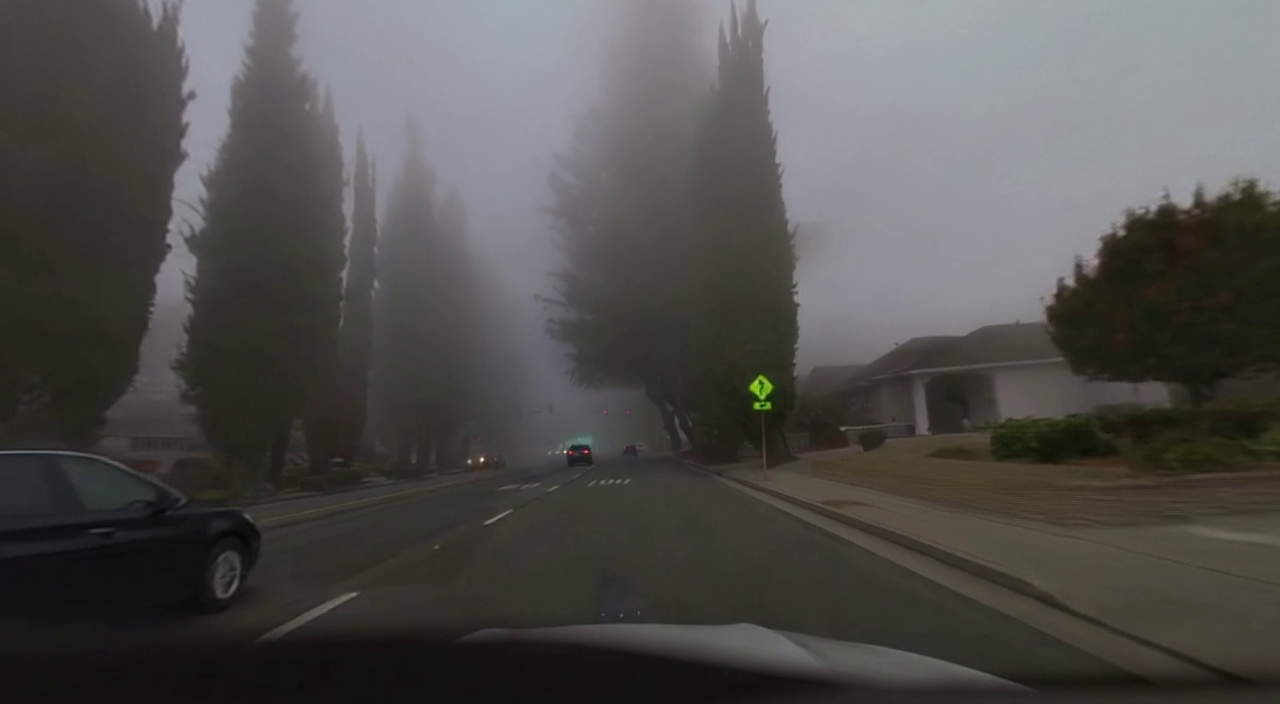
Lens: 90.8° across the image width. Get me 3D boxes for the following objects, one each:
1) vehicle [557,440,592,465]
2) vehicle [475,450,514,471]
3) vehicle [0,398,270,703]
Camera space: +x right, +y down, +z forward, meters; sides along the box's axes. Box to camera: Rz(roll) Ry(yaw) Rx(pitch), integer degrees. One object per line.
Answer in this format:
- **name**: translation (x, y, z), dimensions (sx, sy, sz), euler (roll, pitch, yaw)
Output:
- **vehicle**: translation (-4.712, 7.276, 46.006), dimensions (2.065, 1.714, 4.272), euler (0, -8, 1)
- **vehicle**: translation (-11.245, 8.412, 49.179), dimensions (2.032, 1.493, 4.761), euler (0, -8, -1)
- **vehicle**: translation (-4.590, 1.136, 3.557), dimensions (2.169, 1.706, 4.638), euler (0, -8, 0)
